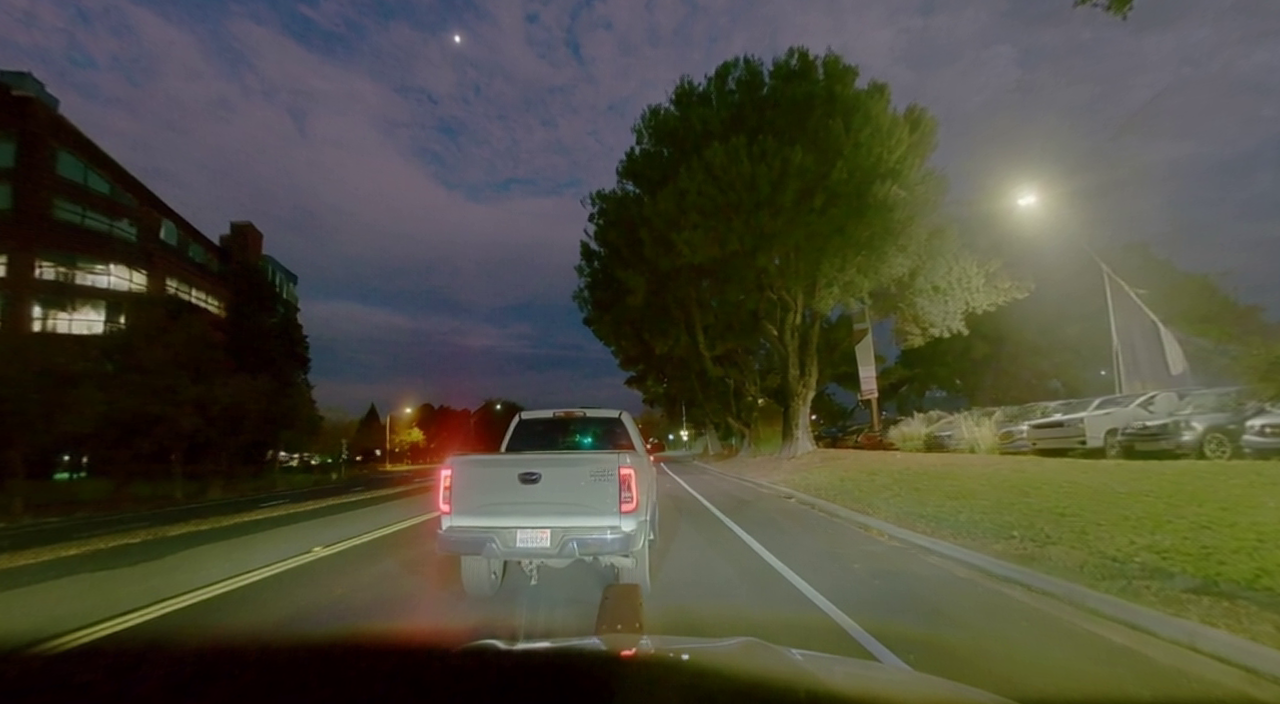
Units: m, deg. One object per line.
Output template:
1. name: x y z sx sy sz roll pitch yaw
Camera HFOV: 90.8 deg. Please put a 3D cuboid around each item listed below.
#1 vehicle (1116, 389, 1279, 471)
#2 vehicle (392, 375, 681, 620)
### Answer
1. vehicle: 11.873 1.447 11.798 4.298 1.392 1.944 -1 -8 2
2. vehicle: -0.692 1.447 7.305 2.157 1.816 5.039 0 -8 2
